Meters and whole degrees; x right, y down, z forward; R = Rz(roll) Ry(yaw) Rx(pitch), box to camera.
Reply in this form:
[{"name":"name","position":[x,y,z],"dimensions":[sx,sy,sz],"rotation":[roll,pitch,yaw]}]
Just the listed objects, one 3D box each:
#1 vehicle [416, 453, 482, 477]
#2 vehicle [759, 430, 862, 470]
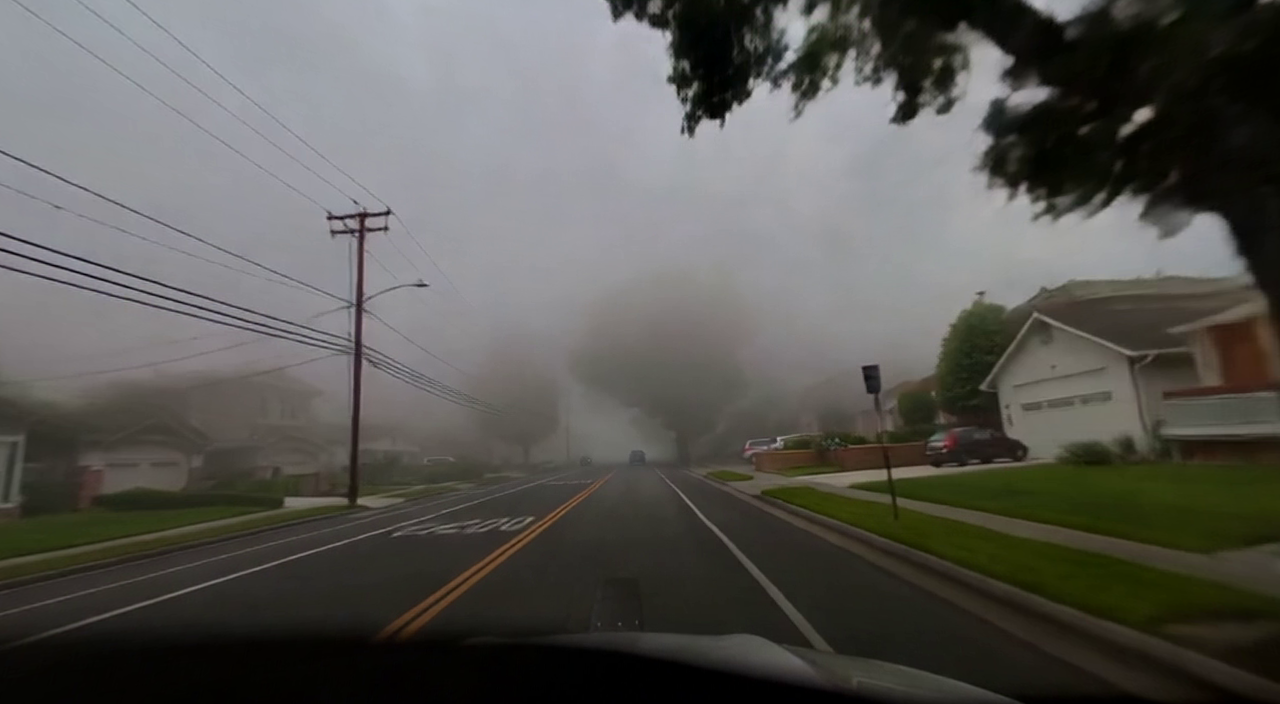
[{"name":"vehicle","position":[-14.919,8.844,49.548],"dimensions":[4.501,1.689,2.106],"rotation":[-1,-9,1]},{"name":"vehicle","position":[8.872,5.141,33.193],"dimensions":[4.747,1.942,2.158],"rotation":[-1,-9,0]}]
